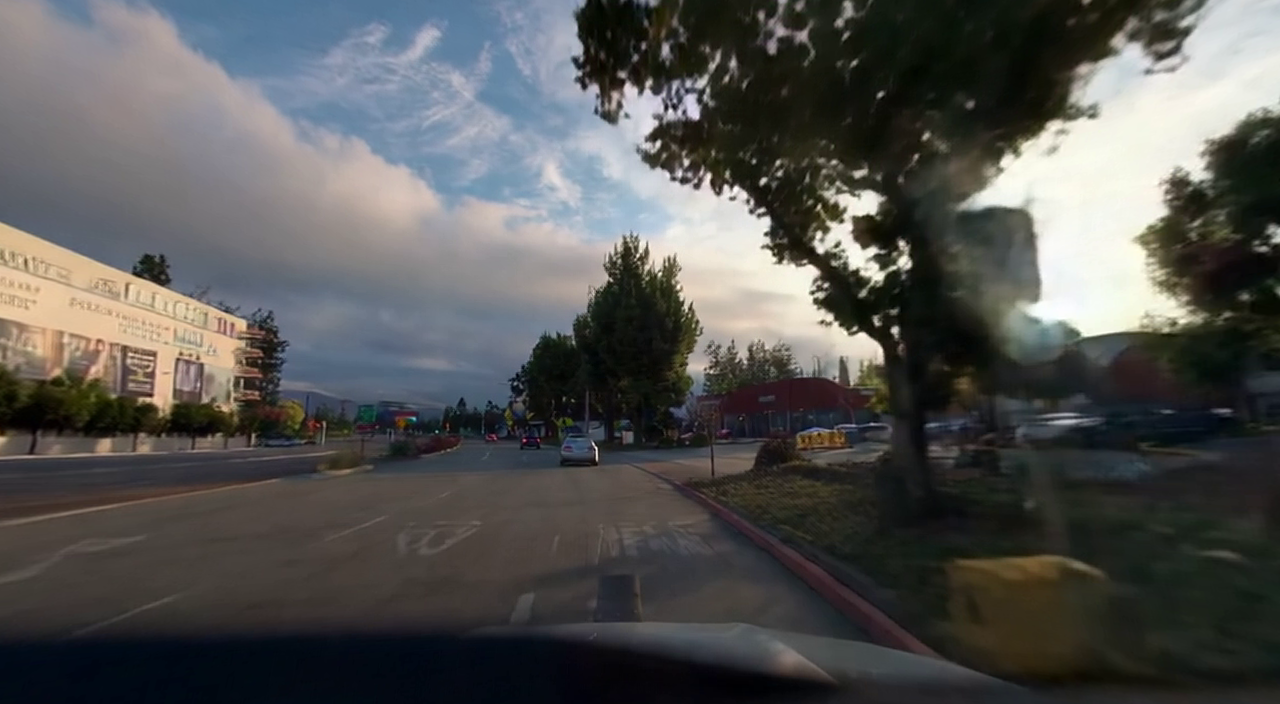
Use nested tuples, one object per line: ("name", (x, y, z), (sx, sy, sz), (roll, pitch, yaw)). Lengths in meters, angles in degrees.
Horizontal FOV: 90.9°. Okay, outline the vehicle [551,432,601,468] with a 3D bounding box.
("vehicle", (-3.125, 4.697, 30.517), (2.231, 1.572, 4.227), (1, -8, -7))
